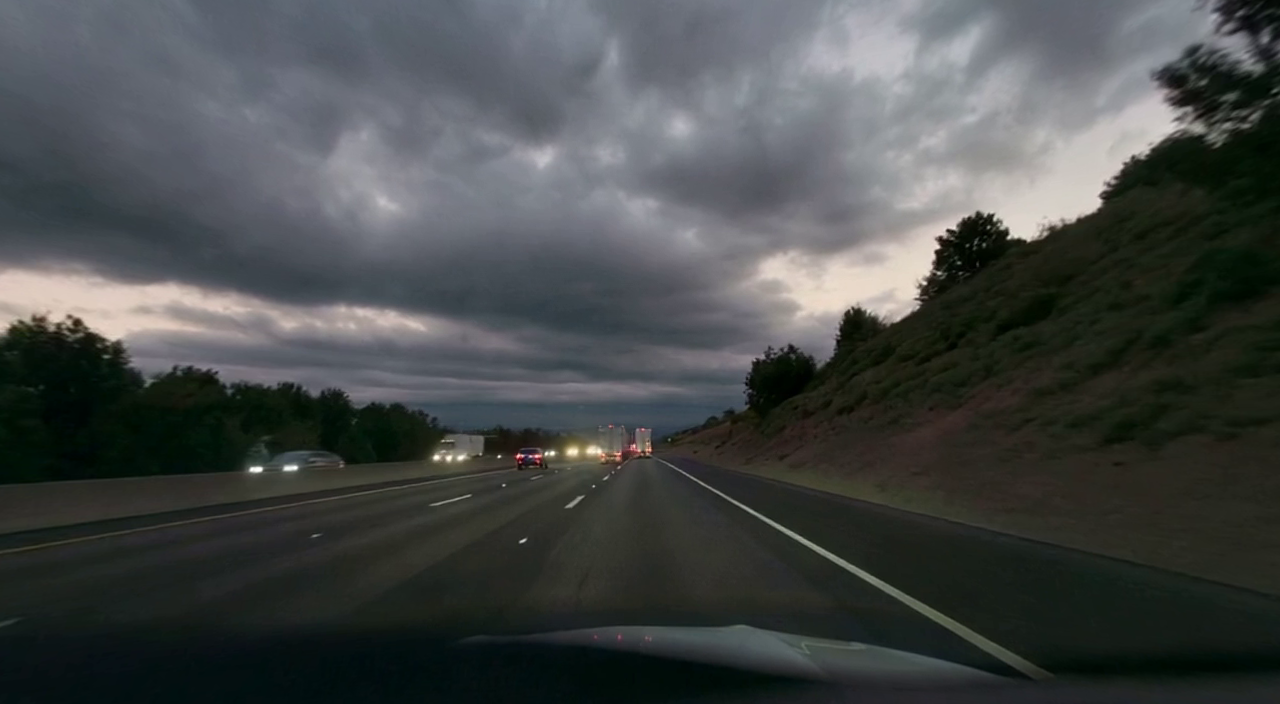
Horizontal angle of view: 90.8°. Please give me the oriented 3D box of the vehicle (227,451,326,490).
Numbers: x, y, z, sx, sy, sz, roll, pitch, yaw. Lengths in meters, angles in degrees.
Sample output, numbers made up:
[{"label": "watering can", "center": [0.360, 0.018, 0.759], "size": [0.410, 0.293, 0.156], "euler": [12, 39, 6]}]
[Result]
[{"label": "vehicle", "center": [-14.919, 4.853, 26.165], "size": [1.778, 1.447, 3.821], "euler": [0, -9, 0]}]

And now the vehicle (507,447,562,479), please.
[{"label": "vehicle", "center": [-5.261, 5.590, 32.010], "size": [2.091, 1.527, 4.455], "euler": [0, -9, -1]}]
